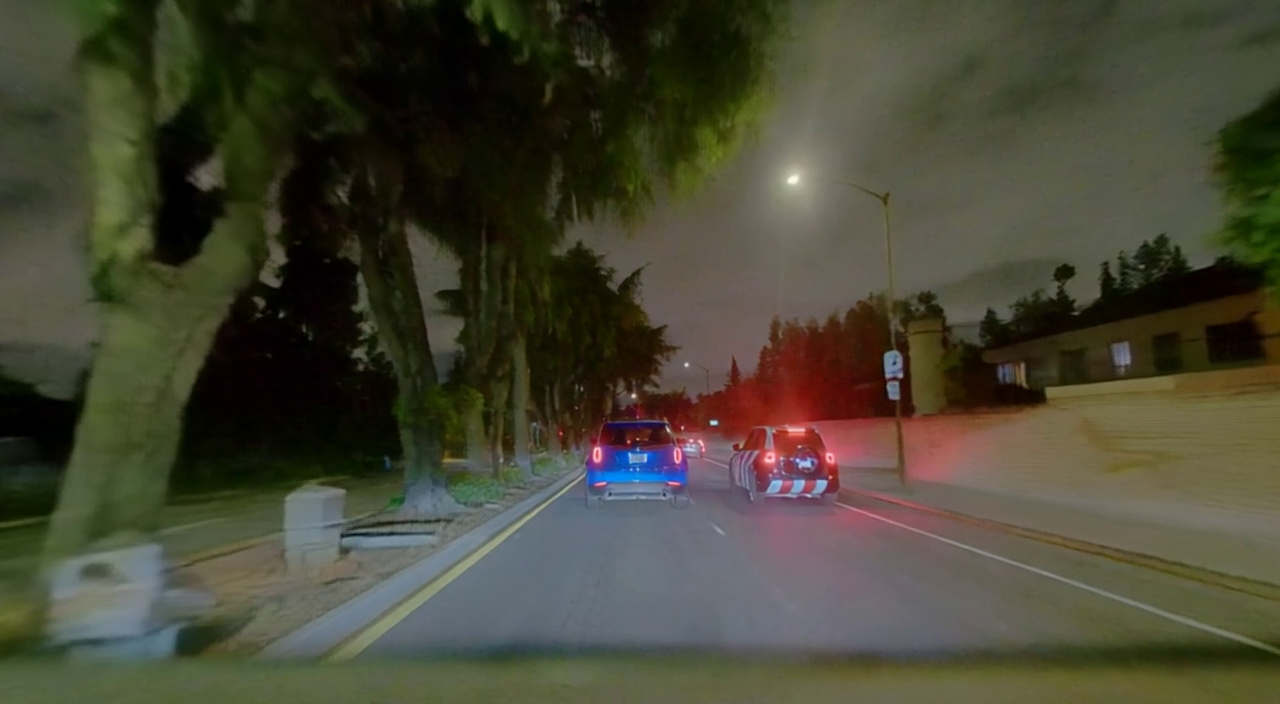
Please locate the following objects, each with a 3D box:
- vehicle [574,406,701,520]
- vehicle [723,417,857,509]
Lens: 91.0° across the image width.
[{"bbox_3d":[-0.086,1.990,11.554,1.984,1.777,3.148,1,-8,-2],"label":"vehicle"},{"bbox_3d":[3.114,2.405,14.034,1.840,1.709,4.202,1,-8,-2],"label":"vehicle"}]
